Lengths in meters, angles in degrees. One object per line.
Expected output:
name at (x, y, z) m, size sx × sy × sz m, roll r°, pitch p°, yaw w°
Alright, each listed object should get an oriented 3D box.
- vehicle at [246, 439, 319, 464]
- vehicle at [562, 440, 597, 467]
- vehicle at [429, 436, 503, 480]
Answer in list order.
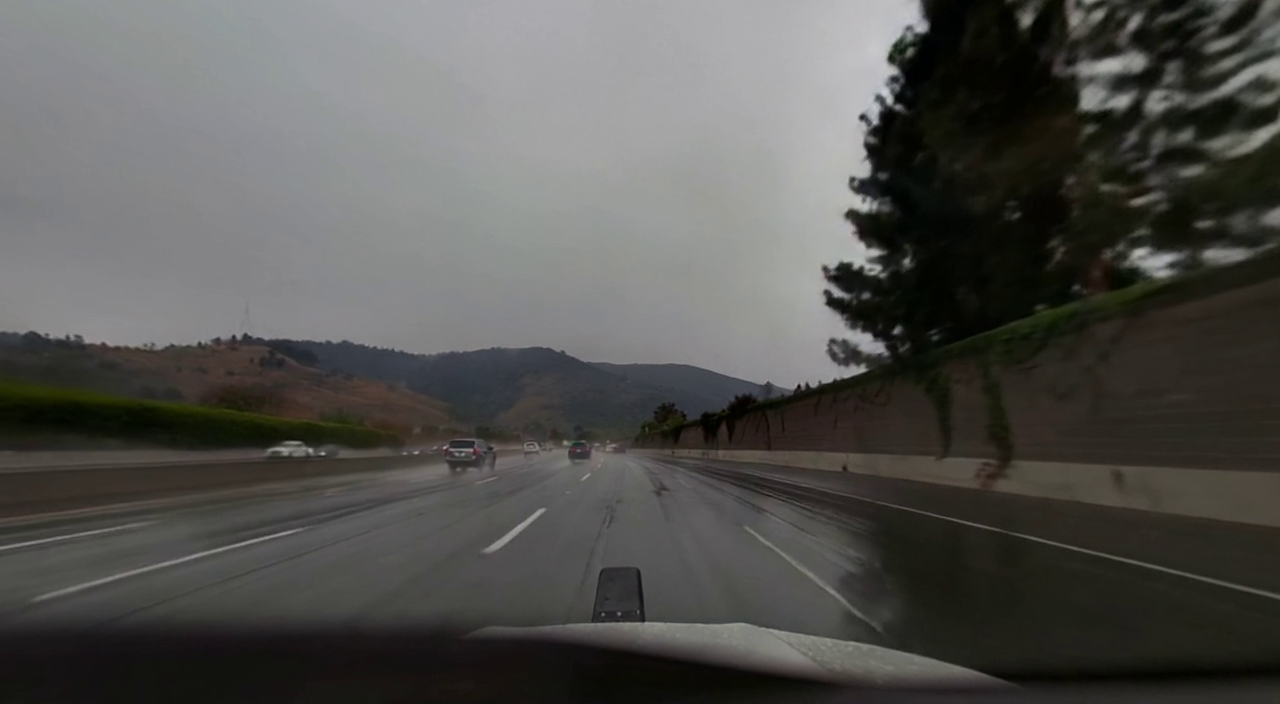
vehicle at (-27.812, 7.778, 49.451) m, size 2.368 × 1.845 × 5.789 m, roll 0°, pitch -9°, yaw -1°
vehicle at (-4.127, 7.005, 43.723) m, size 2.115 × 1.713 × 4.263 m, roll 0°, pitch -9°, yaw -2°
vehicle at (-7.687, 4.723, 28.473) m, size 2.074 × 1.768 × 4.805 m, roll 0°, pitch -9°, yaw -1°
